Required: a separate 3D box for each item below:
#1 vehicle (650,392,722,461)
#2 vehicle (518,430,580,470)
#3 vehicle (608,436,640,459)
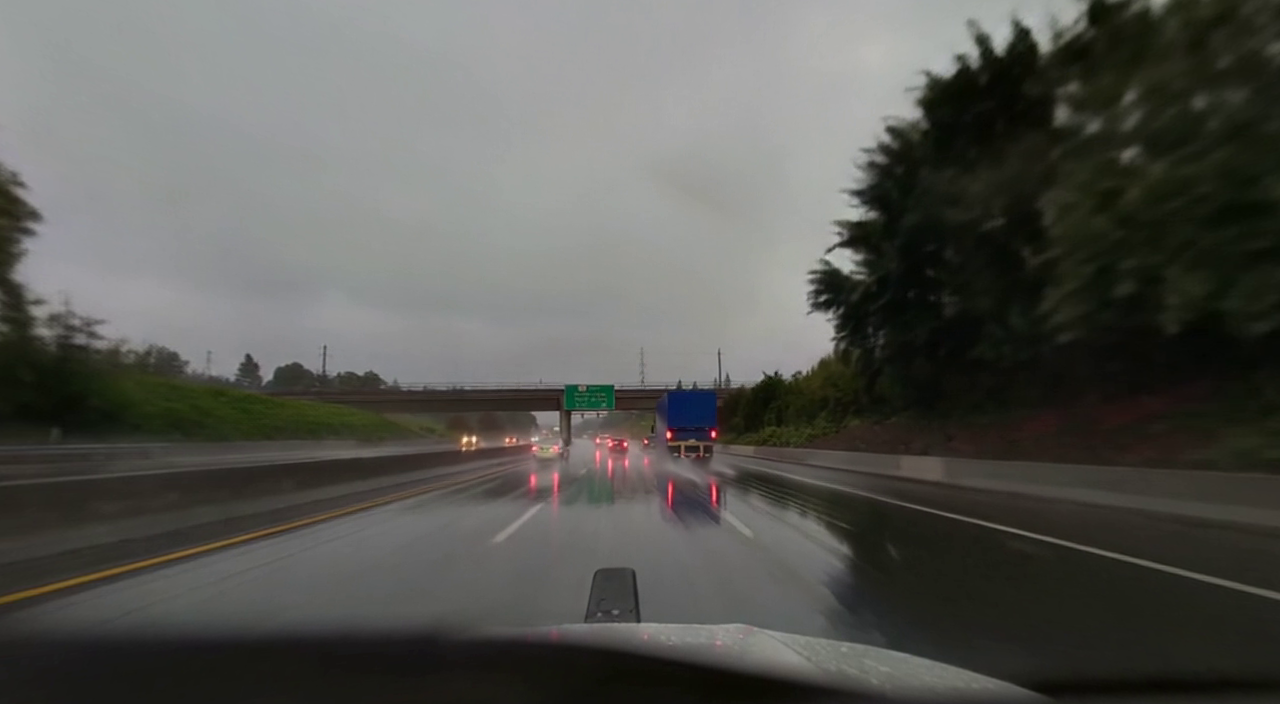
[{"bbox_3d":[2.803,5.340,43.716,3.301,4.034,13.722,0,-8,-3],"label":"vehicle"},{"bbox_3d":[-4.273,4.714,30.425,2.377,1.747,4.703,0,-8,-1],"label":"vehicle"},{"bbox_3d":[-1.159,6.604,43.673,2.125,1.542,3.816,0,-8,-2],"label":"vehicle"}]
